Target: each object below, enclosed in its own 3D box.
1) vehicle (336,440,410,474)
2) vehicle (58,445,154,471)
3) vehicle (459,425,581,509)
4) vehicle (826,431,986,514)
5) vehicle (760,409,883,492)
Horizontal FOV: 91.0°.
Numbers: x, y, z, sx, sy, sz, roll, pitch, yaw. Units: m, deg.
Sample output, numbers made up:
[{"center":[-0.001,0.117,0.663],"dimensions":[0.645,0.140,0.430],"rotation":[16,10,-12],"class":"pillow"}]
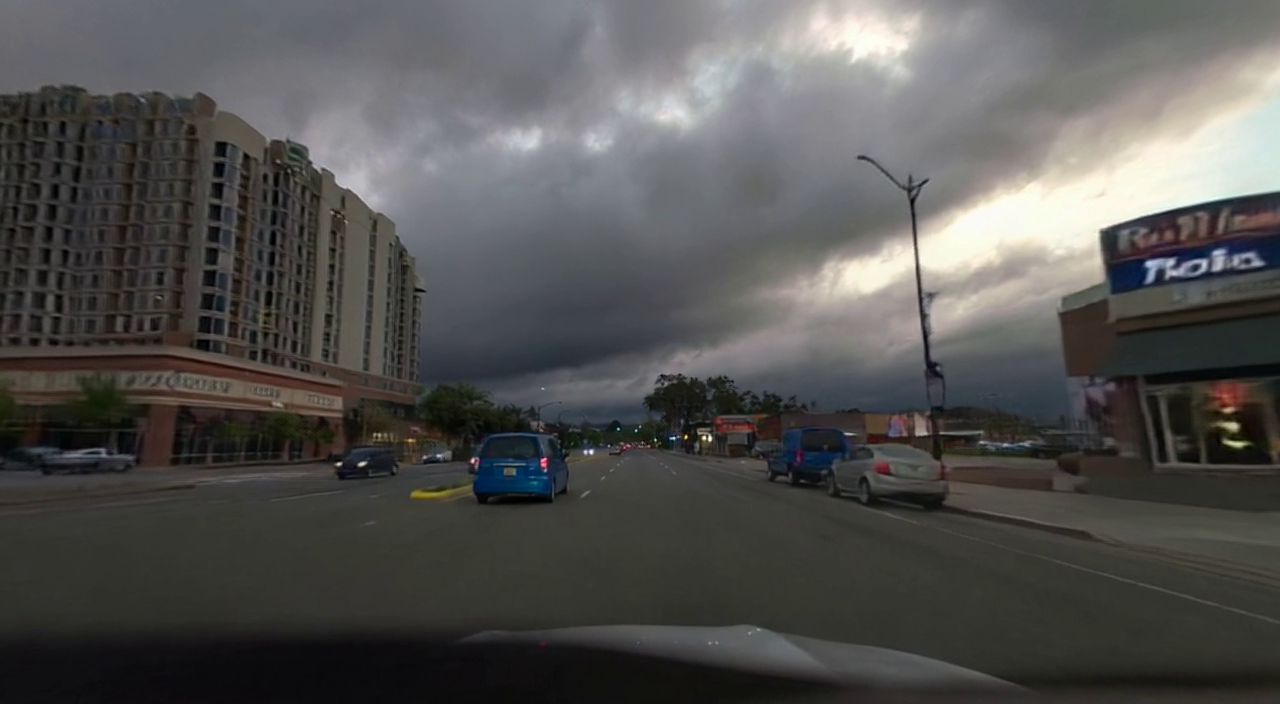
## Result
[{"center":[-14.488,5.731,34.461],"dimensions":[1.993,1.710,4.520],"rotation":[0,-8,1],"class":"vehicle"},{"center":[-33.583,6.647,39.814],"dimensions":[1.794,1.478,4.992],"rotation":[0,-8,-2],"class":"vehicle"},{"center":[-2.652,2.666,14.942],"dimensions":[2.080,1.722,3.766],"rotation":[0,-8,1],"class":"vehicle"},{"center":[6.426,2.942,15.964],"dimensions":[1.942,1.753,4.912],"rotation":[0,-8,1],"class":"vehicle"},{"center":[6.255,3.523,22.757],"dimensions":[2.642,2.582,6.157],"rotation":[0,-8,1],"class":"vehicle"}]
